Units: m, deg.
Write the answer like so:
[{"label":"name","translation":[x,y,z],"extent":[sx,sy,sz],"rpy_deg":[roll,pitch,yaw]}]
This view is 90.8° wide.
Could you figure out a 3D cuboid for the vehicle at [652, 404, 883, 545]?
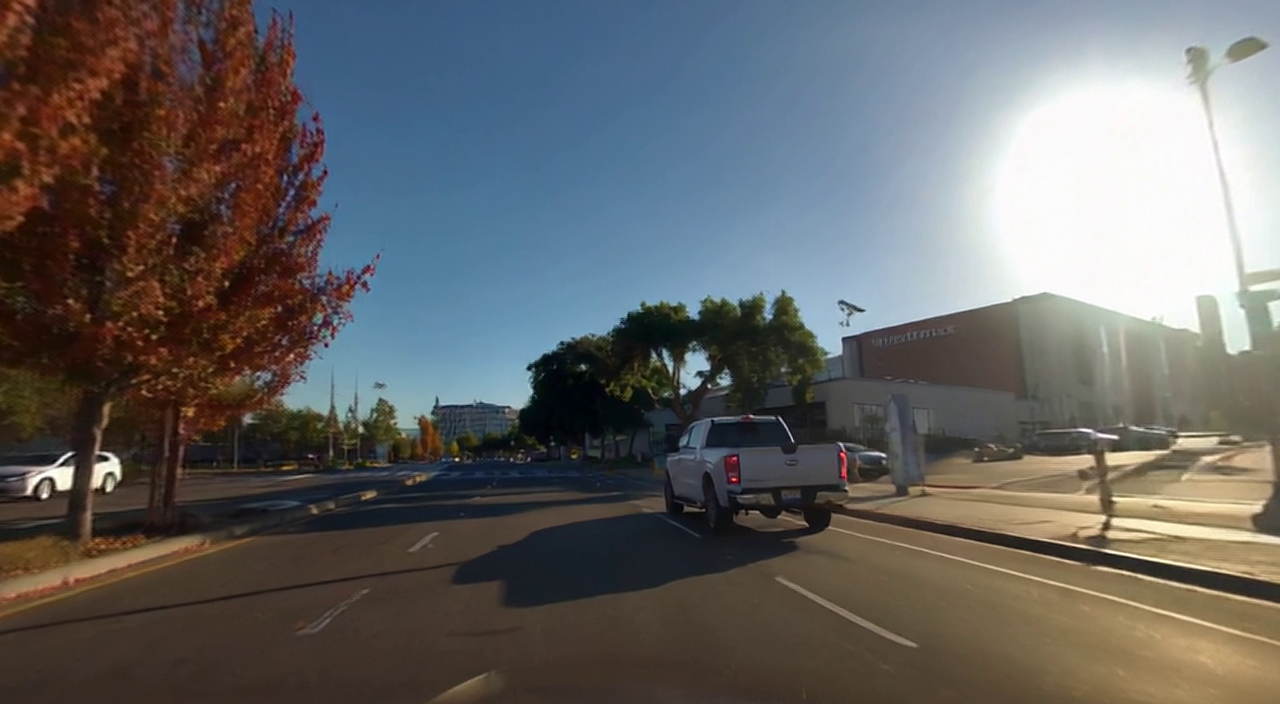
[{"label":"vehicle","translation":[1.863,2.114,11.713],"extent":[2.402,1.922,5.677],"rpy_deg":[1,-8,-8]}]

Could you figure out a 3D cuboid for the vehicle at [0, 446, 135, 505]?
[{"label":"vehicle","translation":[-19.695,4.052,21.286],"extent":[2.037,1.725,4.632],"rpy_deg":[1,-8,-10]}]
